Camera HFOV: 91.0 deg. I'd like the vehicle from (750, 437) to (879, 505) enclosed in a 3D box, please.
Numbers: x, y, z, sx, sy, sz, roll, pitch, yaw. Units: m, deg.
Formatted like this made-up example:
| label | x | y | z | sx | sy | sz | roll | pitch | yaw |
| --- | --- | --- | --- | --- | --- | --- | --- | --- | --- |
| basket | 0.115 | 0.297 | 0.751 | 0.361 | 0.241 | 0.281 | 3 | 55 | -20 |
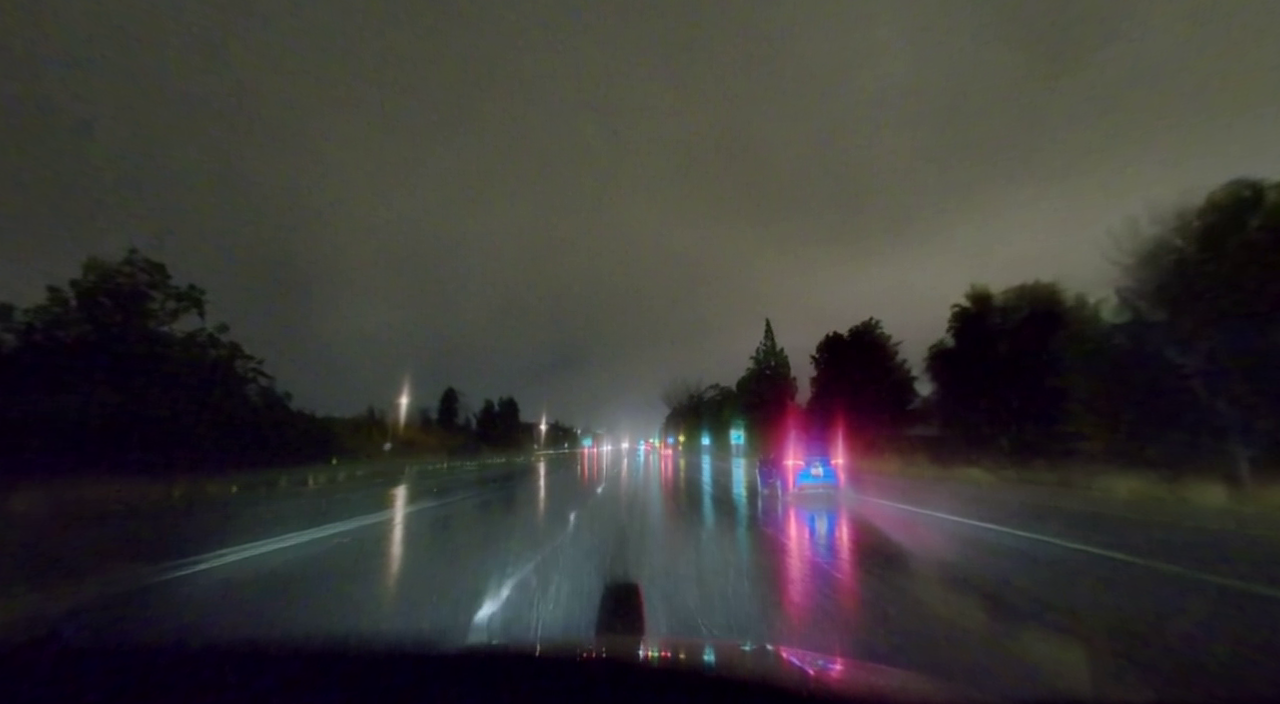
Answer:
| label | x | y | z | sx | sy | sz | roll | pitch | yaw |
| --- | --- | --- | --- | --- | --- | --- | --- | --- | --- |
| vehicle | 4.293 | 3.011 | 16.339 | 2.033 | 1.501 | 4.398 | 0 | -9 | -1 |
